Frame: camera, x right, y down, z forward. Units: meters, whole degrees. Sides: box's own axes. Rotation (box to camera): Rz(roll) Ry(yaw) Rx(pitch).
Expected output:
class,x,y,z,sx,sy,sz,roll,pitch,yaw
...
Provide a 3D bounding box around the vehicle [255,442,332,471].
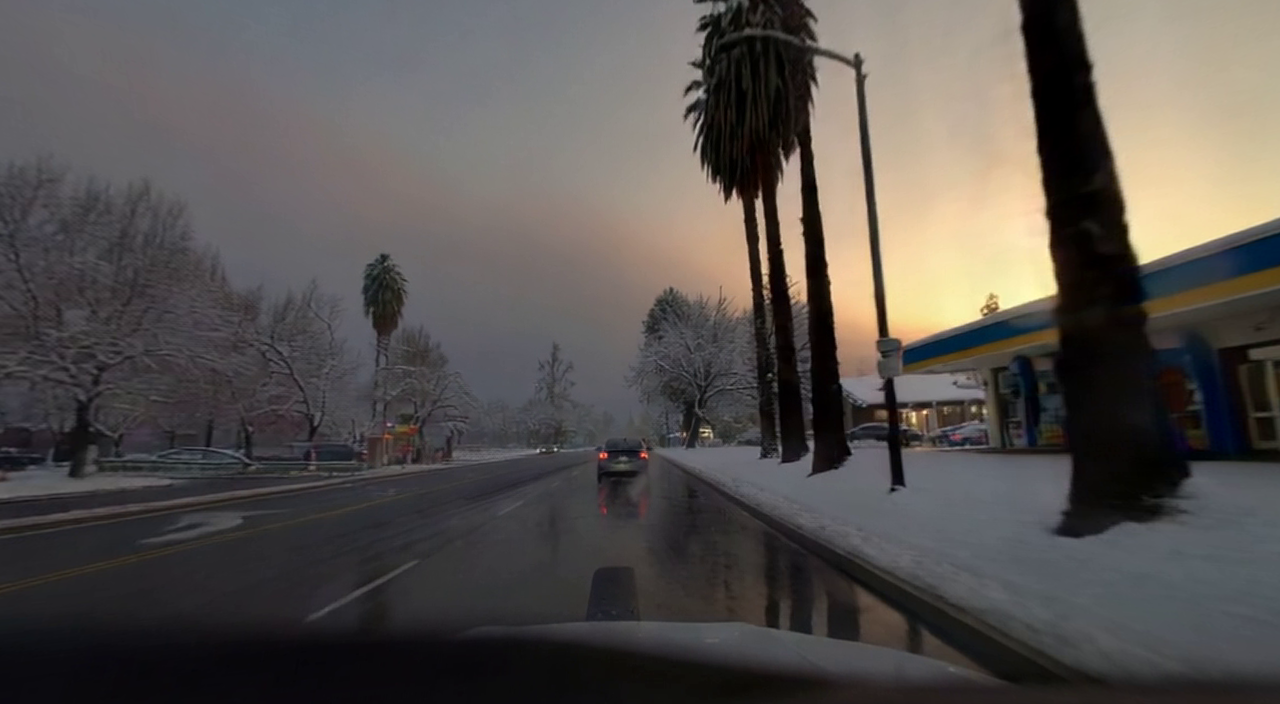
class,x,y,z,sx,sy,sz,roll,pitch,yaw
vehicle,-23.057,6.949,42.009,4.573,1.725,2.054,-5,-7,23

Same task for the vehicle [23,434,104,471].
class,x,y,z,sx,sy,sz,roll,pitch,yaw
vehicle,-39.806,6.911,43.517,7.230,2.299,2.770,-7,-10,37

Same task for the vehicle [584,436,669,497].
class,x,y,z,sx,sy,sz,roll,pitch,yaw
vehicle,-0.344,3.118,17.629,2.076,1.486,4.119,0,-8,-1

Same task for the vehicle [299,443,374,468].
class,x,y,z,sx,sy,sz,roll,pitch,yaw
vehicle,-23.244,7.871,48.349,5.293,1.771,2.194,-4,-9,25
